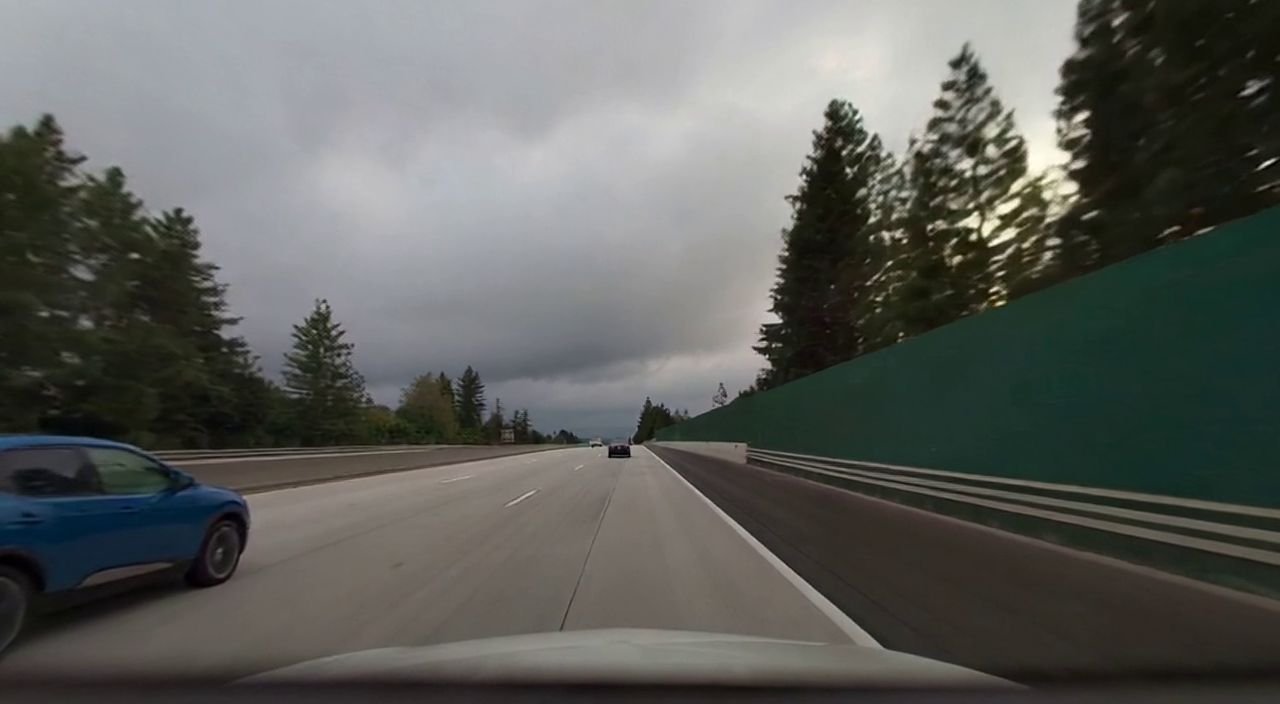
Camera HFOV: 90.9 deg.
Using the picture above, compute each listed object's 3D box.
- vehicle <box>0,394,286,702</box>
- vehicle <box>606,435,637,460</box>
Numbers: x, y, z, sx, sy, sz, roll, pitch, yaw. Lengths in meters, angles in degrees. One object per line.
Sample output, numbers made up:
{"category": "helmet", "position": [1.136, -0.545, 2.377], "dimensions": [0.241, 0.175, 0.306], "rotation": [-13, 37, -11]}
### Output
{"category": "vehicle", "position": [-4.273, 1.010, 3.324], "dimensions": [2.072, 1.545, 4.767], "rotation": [0, -8, 0]}
{"category": "vehicle", "position": [-1.107, 5.879, 38.873], "dimensions": [1.836, 1.450, 3.519], "rotation": [0, -8, -1]}
